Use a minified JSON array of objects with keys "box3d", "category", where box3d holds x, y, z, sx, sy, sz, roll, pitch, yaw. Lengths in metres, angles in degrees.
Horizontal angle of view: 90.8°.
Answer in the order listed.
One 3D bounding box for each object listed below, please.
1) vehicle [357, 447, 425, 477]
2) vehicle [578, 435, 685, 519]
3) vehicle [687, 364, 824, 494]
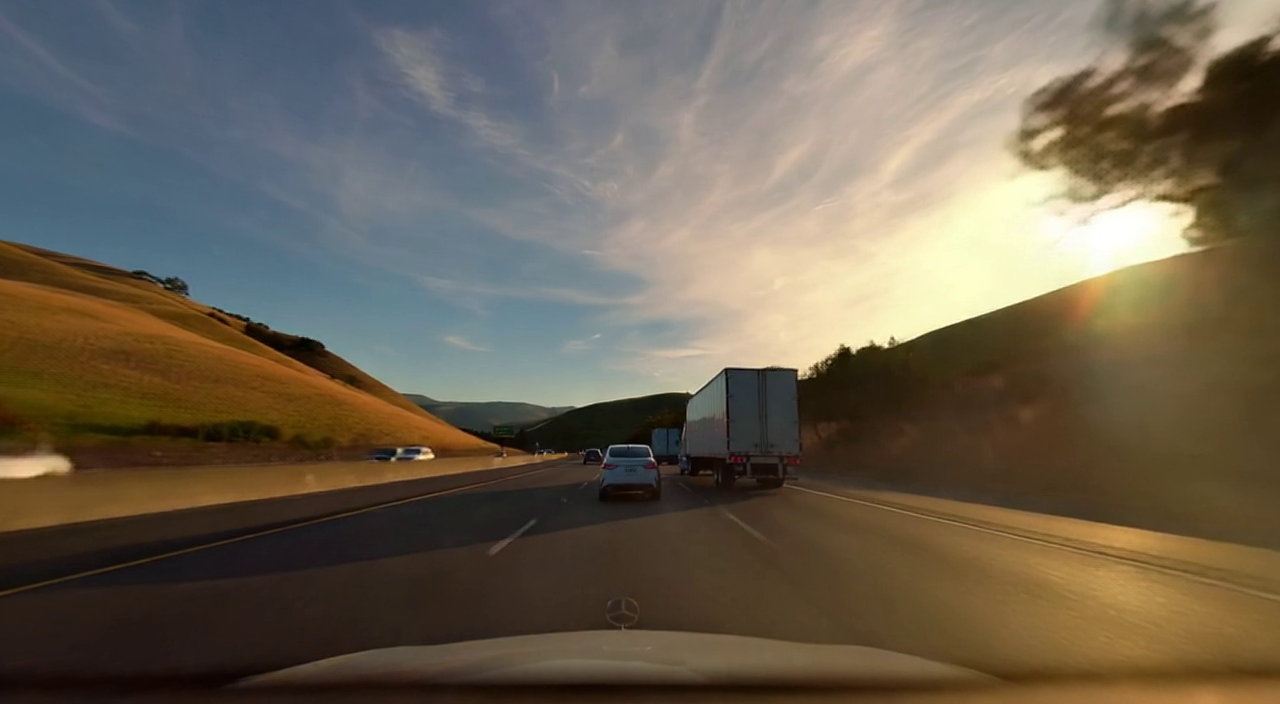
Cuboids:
[{"box3d":[-12.789,5.672,32.739,1.832,1.430,4.440,0,-9,-2],"category":"vehicle"},{"box3d":[-0.195,2.781,14.464,2.109,1.639,3.768,0,-9,-1],"category":"vehicle"},{"box3d":[4.077,3.467,26.592,2.812,4.024,14.098,0,-9,-1],"category":"vehicle"}]
